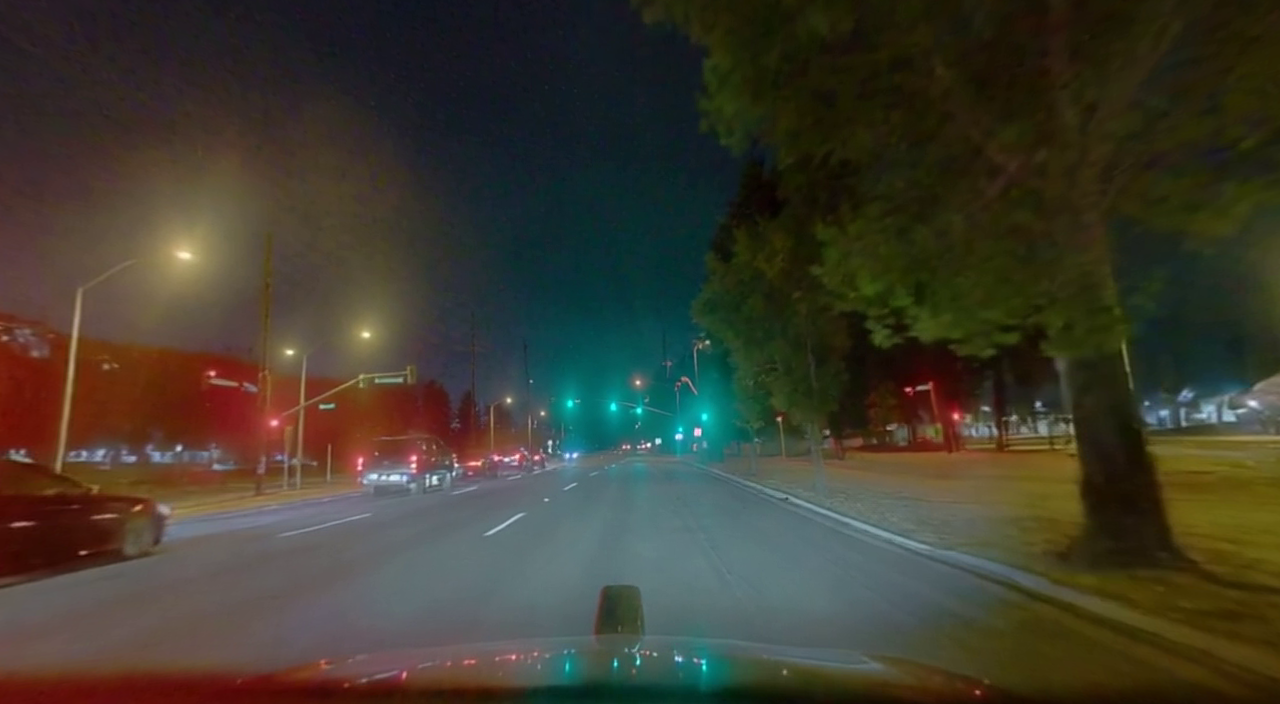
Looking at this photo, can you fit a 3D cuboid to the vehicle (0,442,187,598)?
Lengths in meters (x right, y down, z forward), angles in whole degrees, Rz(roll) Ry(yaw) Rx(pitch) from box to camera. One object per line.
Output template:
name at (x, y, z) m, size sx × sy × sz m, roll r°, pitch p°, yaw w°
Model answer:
vehicle at (-7.074, 1.626, 6.213) m, size 2.008 × 1.456 × 4.409 m, roll 0°, pitch -9°, yaw -1°

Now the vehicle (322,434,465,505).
vehicle at (-6.976, 3.360, 18.596) m, size 2.101 × 1.768 × 5.040 m, roll 0°, pitch -9°, yaw 1°

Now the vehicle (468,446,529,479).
vehicle at (-6.924, 5.437, 31.429) m, size 1.854 × 1.481 × 4.518 m, roll 0°, pitch -9°, yaw 2°
